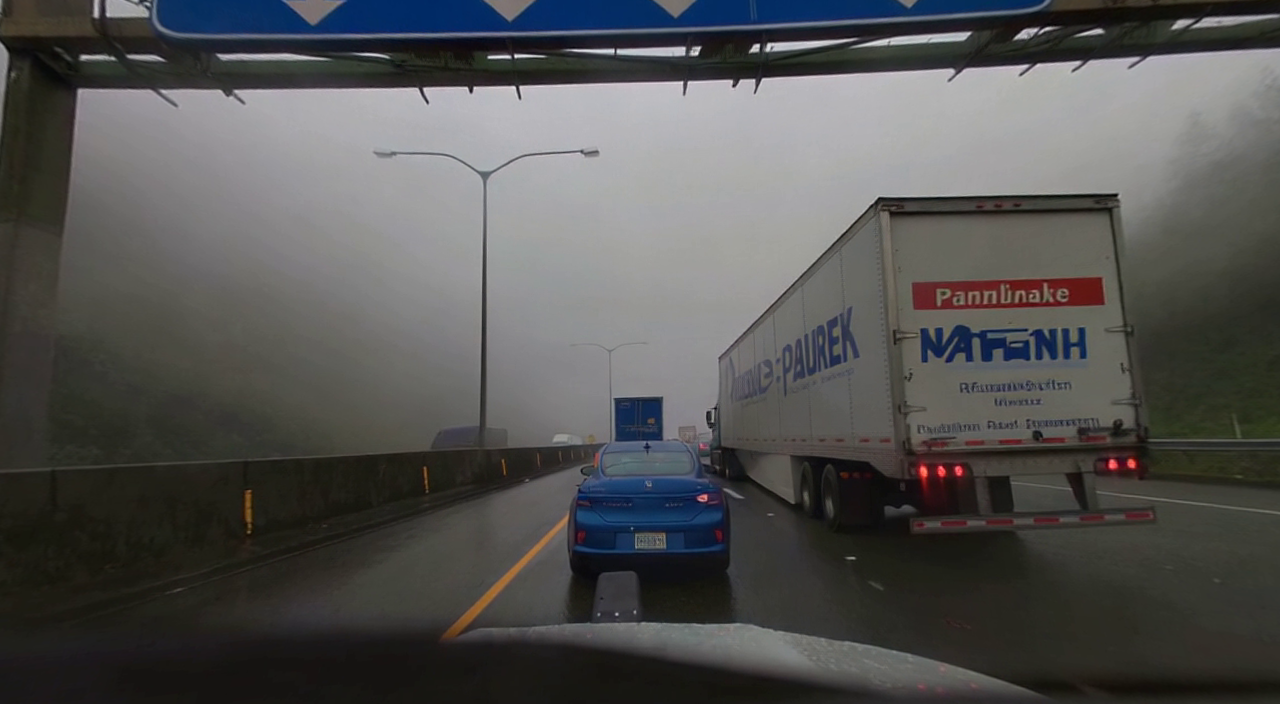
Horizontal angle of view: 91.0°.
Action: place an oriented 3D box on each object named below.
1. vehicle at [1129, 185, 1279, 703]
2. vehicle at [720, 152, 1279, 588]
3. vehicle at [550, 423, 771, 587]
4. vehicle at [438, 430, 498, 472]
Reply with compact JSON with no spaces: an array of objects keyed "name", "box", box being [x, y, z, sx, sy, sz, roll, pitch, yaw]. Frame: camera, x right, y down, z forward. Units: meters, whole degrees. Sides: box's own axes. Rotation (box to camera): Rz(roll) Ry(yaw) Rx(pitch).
[{"name":"vehicle","box":[4.733,0.116,0.662,2.892,2.615,6.650,0,-8,-2]},{"name":"vehicle","box":[4.191,1.066,12.968,2.827,4.081,14.305,0,-8,-1]},{"name":"vehicle","box":[0.177,1.684,7.714,2.045,1.490,3.597,-1,-8,0]},{"name":"vehicle","box":[-12.278,7.120,45.546,2.524,2.800,6.564,-1,-8,-1]}]
